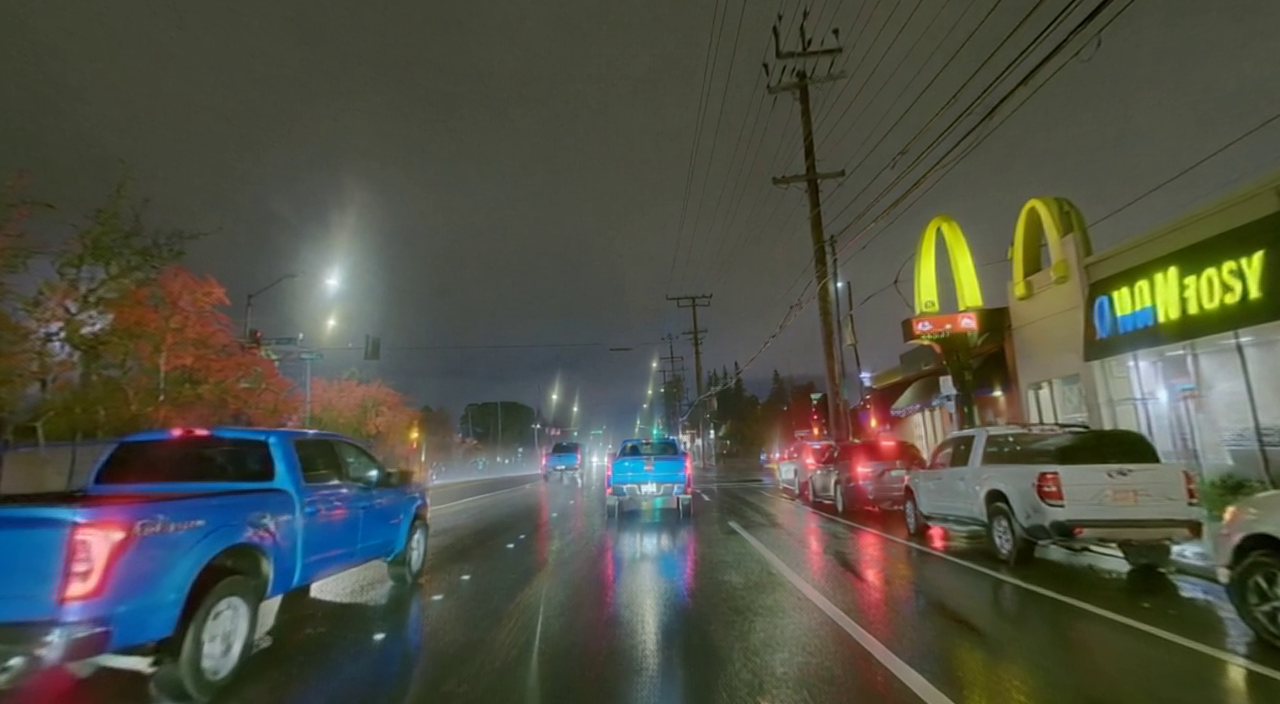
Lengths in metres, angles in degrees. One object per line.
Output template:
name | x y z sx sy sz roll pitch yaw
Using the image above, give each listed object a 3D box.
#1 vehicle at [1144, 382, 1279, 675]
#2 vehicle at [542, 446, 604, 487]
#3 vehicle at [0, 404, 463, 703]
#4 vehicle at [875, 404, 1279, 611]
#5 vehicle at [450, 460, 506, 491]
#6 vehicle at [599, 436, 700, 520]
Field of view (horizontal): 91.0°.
vehicle | 4.884 0.875 2.490 2.014 1.755 4.520 0 -9 0
vehicle | -3.135 5.530 30.811 2.140 1.768 5.092 0 -9 4
vehicle | -3.145 1.342 4.935 1.995 1.554 4.618 0 -9 2
vehicle | 4.921 1.733 8.016 2.007 1.786 4.870 0 -9 0
vehicle | -9.172 6.988 35.967 1.918 1.522 4.486 0 -9 1
vehicle | 0.374 2.957 15.433 2.089 1.699 4.650 0 -9 4
